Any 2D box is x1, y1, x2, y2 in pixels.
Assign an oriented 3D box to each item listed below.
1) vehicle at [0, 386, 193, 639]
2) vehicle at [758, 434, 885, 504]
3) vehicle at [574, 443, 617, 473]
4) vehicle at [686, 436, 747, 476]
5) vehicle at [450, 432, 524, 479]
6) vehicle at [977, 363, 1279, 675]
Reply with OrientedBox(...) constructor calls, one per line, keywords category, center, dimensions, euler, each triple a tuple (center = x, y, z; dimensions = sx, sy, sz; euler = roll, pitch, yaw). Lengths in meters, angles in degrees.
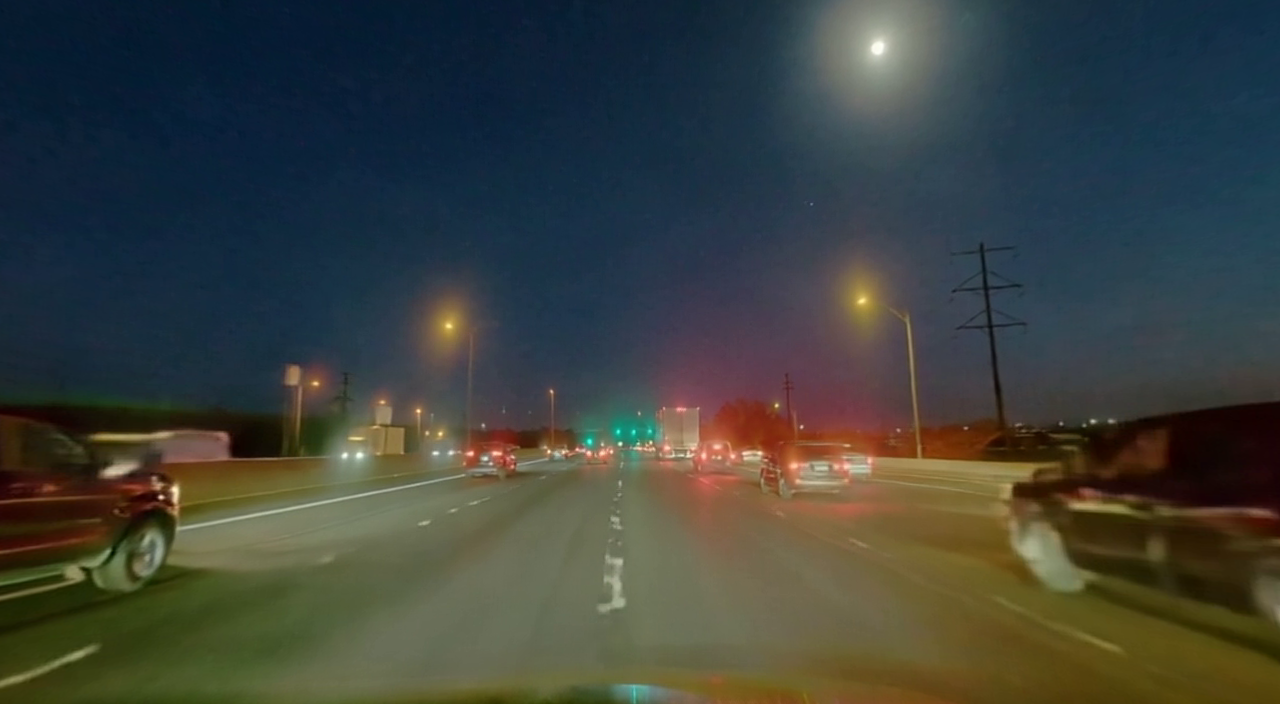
OrientedBox(category="vehicle", center=(-5.400, 1.030, 3.884), dimensions=(2.127, 1.705, 4.374), euler=(1, -9, -2))
OrientedBox(category="vehicle", center=(4.626, 3.056, 16.826), dimensions=(1.978, 1.607, 4.245), euler=(1, -9, -2))
OrientedBox(category="vehicle", center=(-2.312, 5.675, 33.874), dimensions=(2.060, 1.508, 4.308), euler=(0, -9, -1))
OrientedBox(category="vehicle", center=(3.662, 5.093, 31.094), dimensions=(2.182, 1.782, 4.800), euler=(1, -9, -2))
OrientedBox(category="vehicle", center=(-6.511, 4.476, 27.404), dimensions=(2.147, 1.825, 4.602), euler=(0, -9, -1))
OrientedBox(category="vehicle", center=(4.726, 1.056, 4.206), dimensions=(2.086, 1.783, 4.868), euler=(1, -9, -2))
